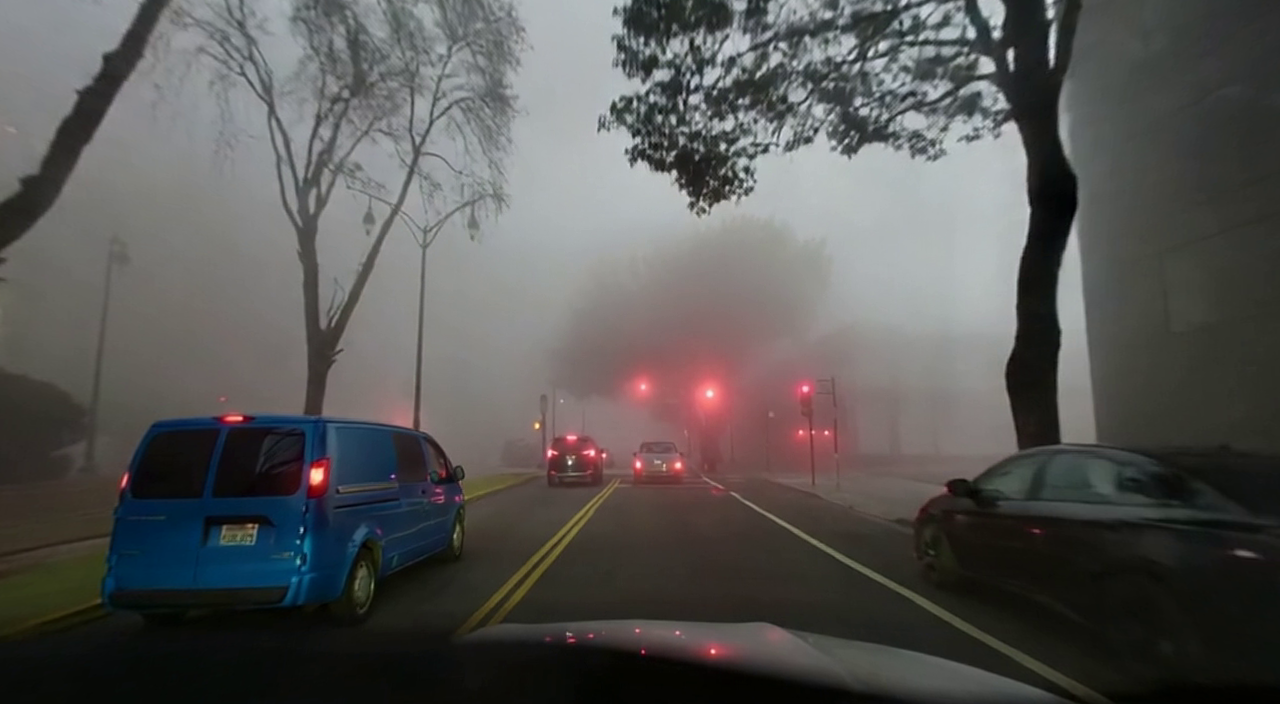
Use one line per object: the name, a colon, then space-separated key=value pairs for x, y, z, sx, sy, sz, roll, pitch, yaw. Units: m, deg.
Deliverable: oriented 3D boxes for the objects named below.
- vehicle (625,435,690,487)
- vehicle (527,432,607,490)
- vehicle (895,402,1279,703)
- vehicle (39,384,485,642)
vehicle: x=0.652 y=3.997 z=23.370 sx=2.205 sy=1.727 sz=3.917 roll=0 pitch=-8 yaw=2
vehicle: x=-2.387 y=3.731 z=21.888 sx=2.124 sy=1.799 sz=4.587 roll=0 pitch=-8 yaw=2
vehicle: x=3.571 y=1.181 z=4.075 sx=2.067 sy=1.479 sz=4.409 roll=0 pitch=-8 yaw=1
vehicle: x=-3.024 y=1.365 z=6.221 sx=1.940 sy=1.722 sz=3.823 roll=0 pitch=-8 yaw=1
